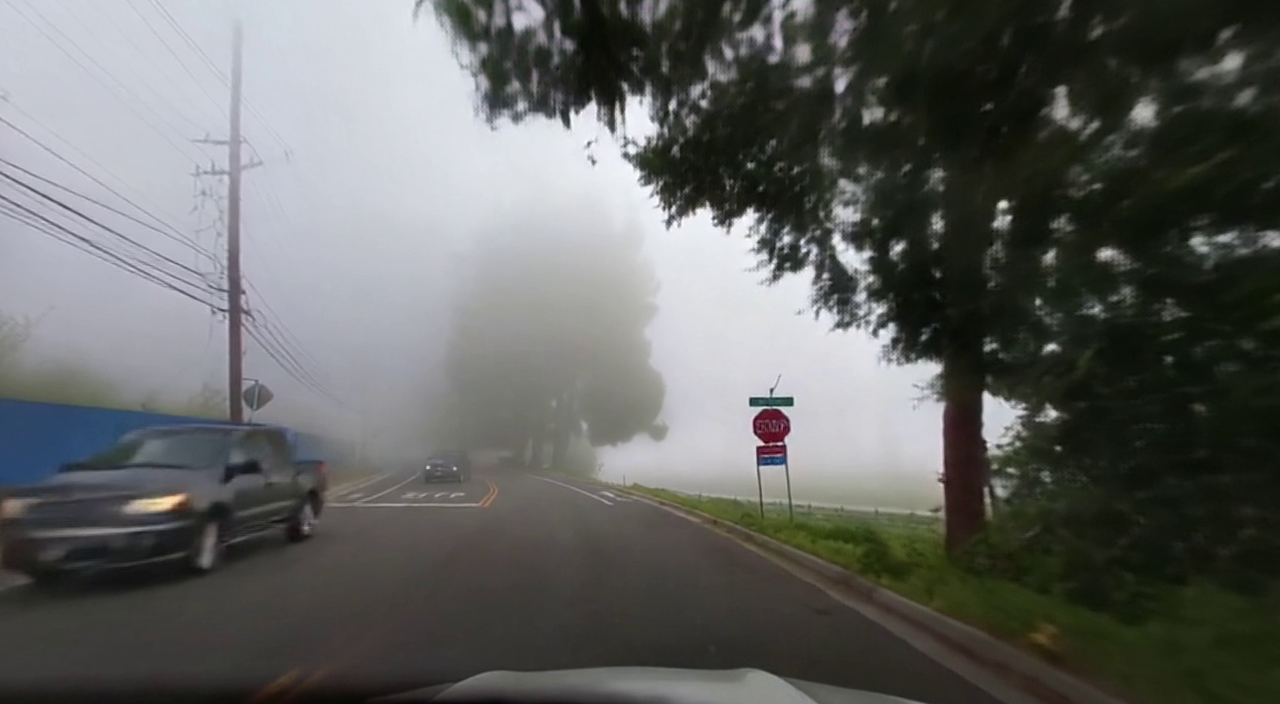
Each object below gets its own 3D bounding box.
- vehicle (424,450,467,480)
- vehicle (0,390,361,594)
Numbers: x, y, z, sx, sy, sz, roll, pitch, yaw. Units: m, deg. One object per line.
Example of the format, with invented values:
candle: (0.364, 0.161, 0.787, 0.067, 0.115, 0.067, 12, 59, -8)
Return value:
vehicle: (-10.596, 6.106, 34.392, 2.034, 1.479, 4.521, 3, -9, -17)
vehicle: (-5.534, 1.625, 8.103, 2.185, 1.901, 4.177, 0, -9, -4)
